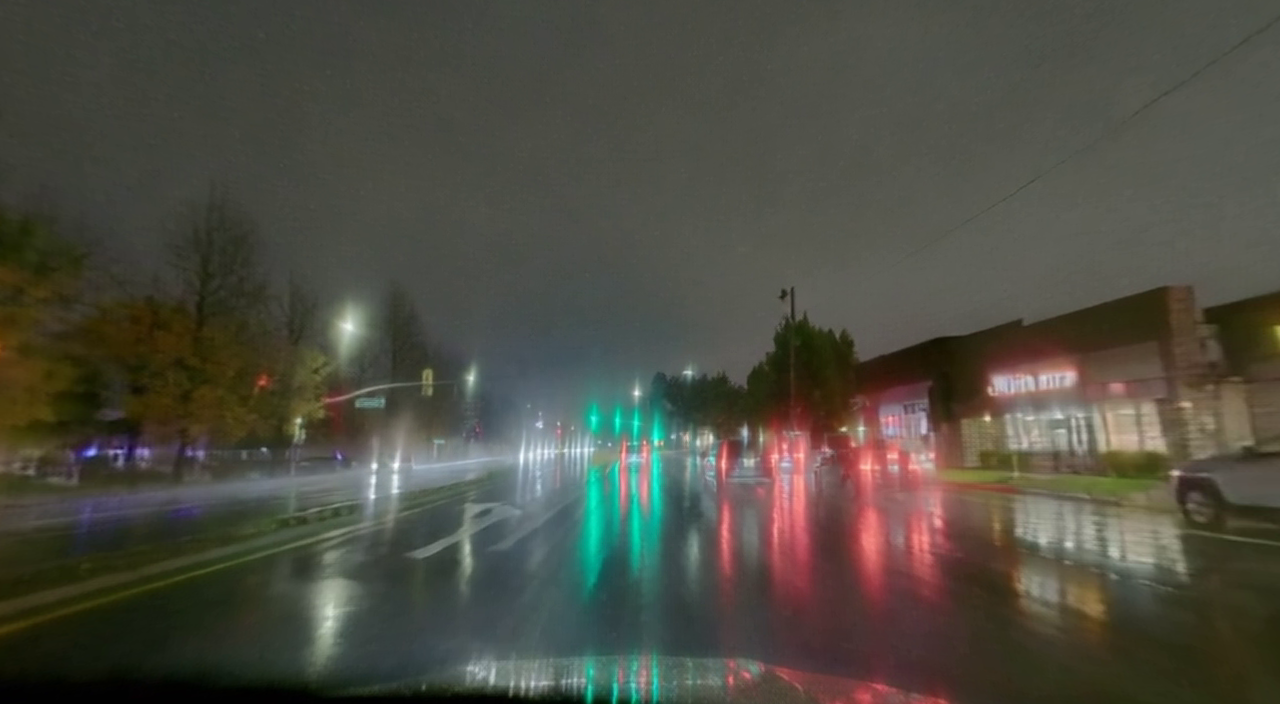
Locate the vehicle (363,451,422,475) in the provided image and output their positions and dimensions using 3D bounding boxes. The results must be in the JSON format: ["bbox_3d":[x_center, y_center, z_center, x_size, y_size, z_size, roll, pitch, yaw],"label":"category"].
[{"bbox_3d":[-16.085,7.215,41.326,1.921,1.480,4.577,0,-8,1],"label":"vehicle"}]

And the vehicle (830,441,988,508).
[{"bbox_3d":[6.600,3.024,16.187,1.952,1.449,4.544,0,-8,-2],"label":"vehicle"}]

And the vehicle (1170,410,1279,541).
[{"bbox_3d":[10.509,1.700,8.550,2.248,1.899,4.942,0,-8,-2],"label":"vehicle"}]

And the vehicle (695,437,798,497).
[{"bbox_3d":[2.964,3.319,18.712,2.072,1.545,4.578,0,-8,-2],"label":"vehicle"}]

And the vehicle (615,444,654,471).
[{"bbox_3d":[-0.291,5.967,35.984,2.052,1.461,4.324,0,-8,0],"label":"vehicle"}]
